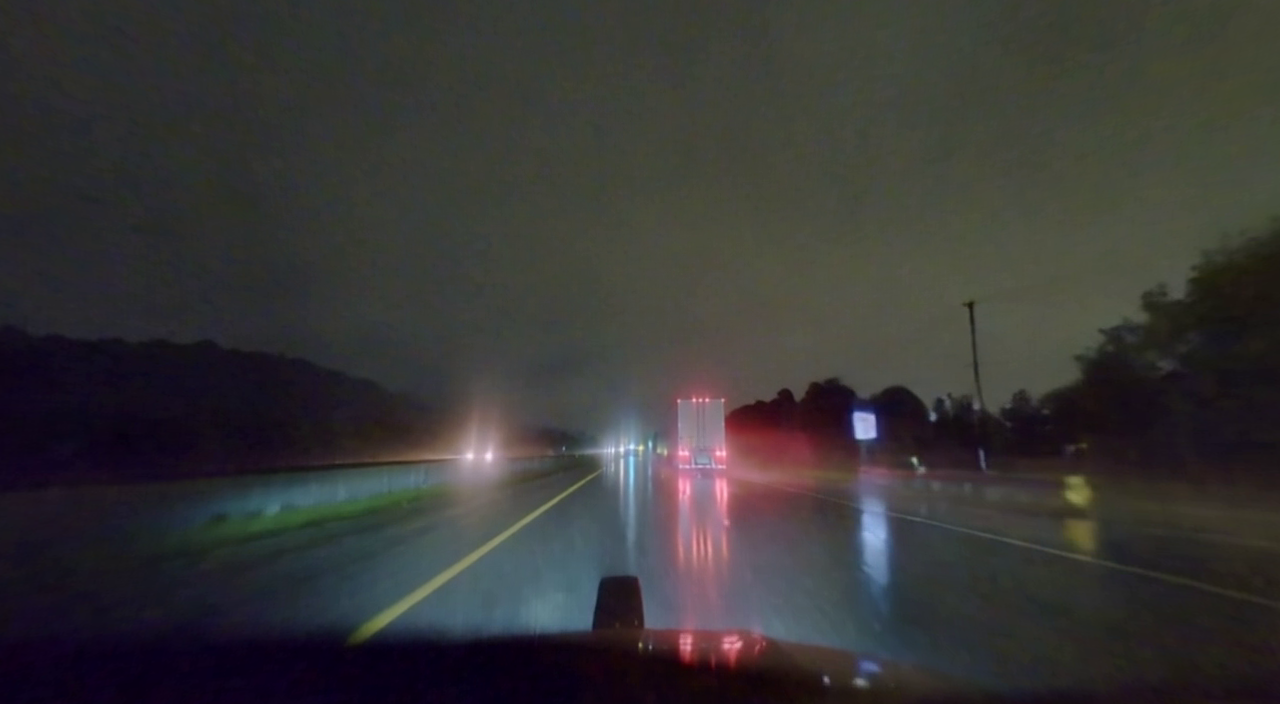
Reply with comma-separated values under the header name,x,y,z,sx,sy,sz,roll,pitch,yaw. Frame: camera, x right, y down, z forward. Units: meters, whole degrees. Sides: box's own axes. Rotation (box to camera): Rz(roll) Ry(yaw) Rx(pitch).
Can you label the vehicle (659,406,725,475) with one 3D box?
name,x,y,z,sx,sy,sz,roll,pitch,yaw
vehicle,3.262,6.242,43.772,2.938,4.076,13.362,0,-9,-2
